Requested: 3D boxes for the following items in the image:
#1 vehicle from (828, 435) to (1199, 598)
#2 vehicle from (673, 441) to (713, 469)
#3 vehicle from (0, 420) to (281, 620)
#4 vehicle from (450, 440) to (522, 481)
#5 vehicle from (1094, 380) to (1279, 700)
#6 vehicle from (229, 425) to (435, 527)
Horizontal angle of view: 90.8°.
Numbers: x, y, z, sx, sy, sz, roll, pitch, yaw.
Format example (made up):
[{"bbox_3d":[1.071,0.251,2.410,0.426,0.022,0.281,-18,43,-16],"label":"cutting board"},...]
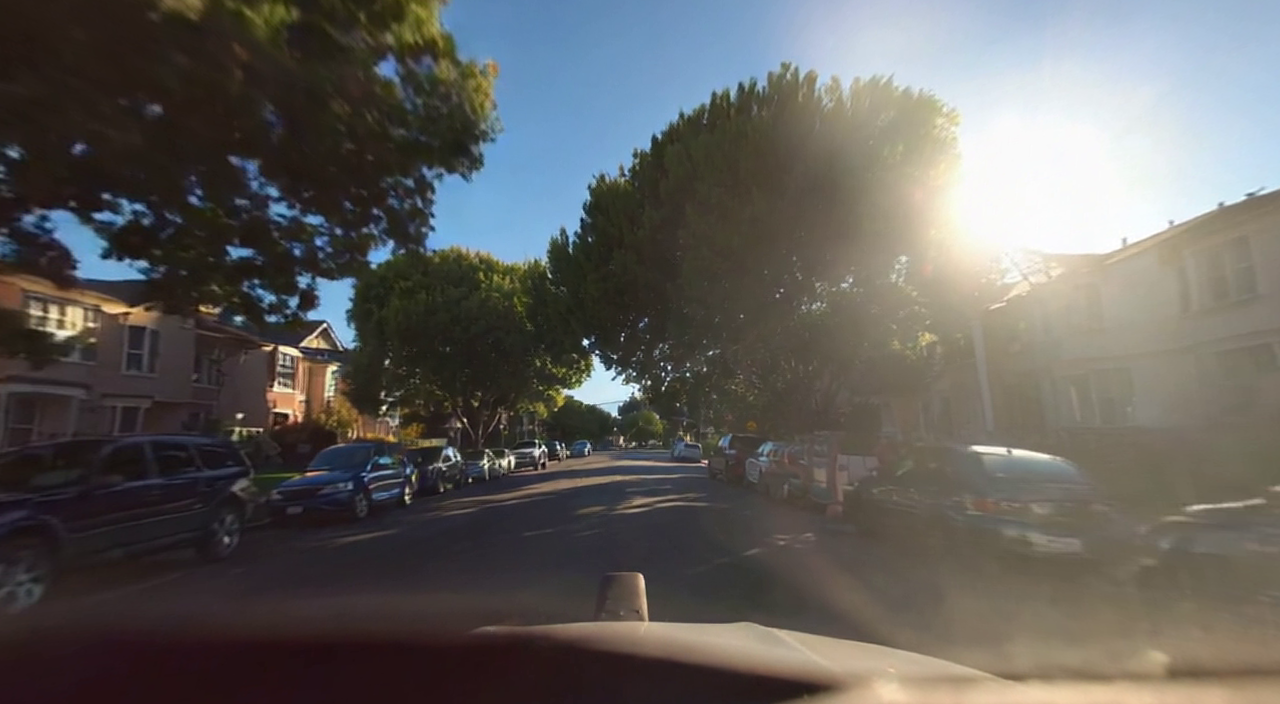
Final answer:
[{"bbox_3d":[4.172,1.883,8.262,1.877,1.486,4.713,0,-9,-1],"label":"vehicle"},{"bbox_3d":[3.546,7.029,43.267,2.101,1.771,4.747,0,-9,-2],"label":"vehicle"},{"bbox_3d":[-7.100,1.874,7.874,2.162,1.846,5.426,0,-9,-1],"label":"vehicle"},{"bbox_3d":[-7.464,5.310,31.241,2.042,1.785,5.876,0,-9,0],"label":"vehicle"},{"bbox_3d":[4.504,0.897,2.570,1.918,1.740,4.415,0,-9,-1],"label":"vehicle"},{"bbox_3d":[-7.189,2.948,15.798,2.195,2.023,6.055,0,-9,-1],"label":"vehicle"}]
